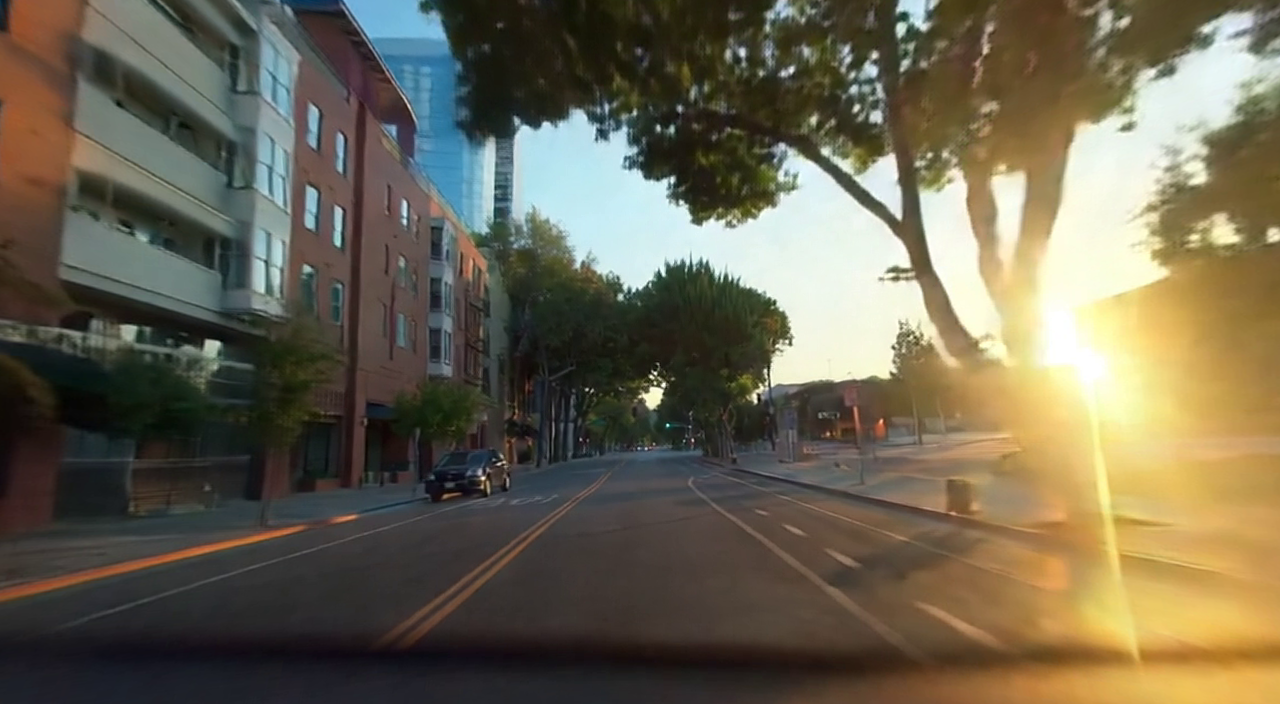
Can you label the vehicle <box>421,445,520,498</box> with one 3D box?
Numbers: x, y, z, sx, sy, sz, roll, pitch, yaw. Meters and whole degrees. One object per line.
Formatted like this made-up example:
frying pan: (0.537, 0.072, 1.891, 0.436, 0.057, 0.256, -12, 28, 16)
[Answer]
vehicle: (-5.983, 4.255, 22.980, 2.147, 1.701, 4.879, 0, -8, 1)
